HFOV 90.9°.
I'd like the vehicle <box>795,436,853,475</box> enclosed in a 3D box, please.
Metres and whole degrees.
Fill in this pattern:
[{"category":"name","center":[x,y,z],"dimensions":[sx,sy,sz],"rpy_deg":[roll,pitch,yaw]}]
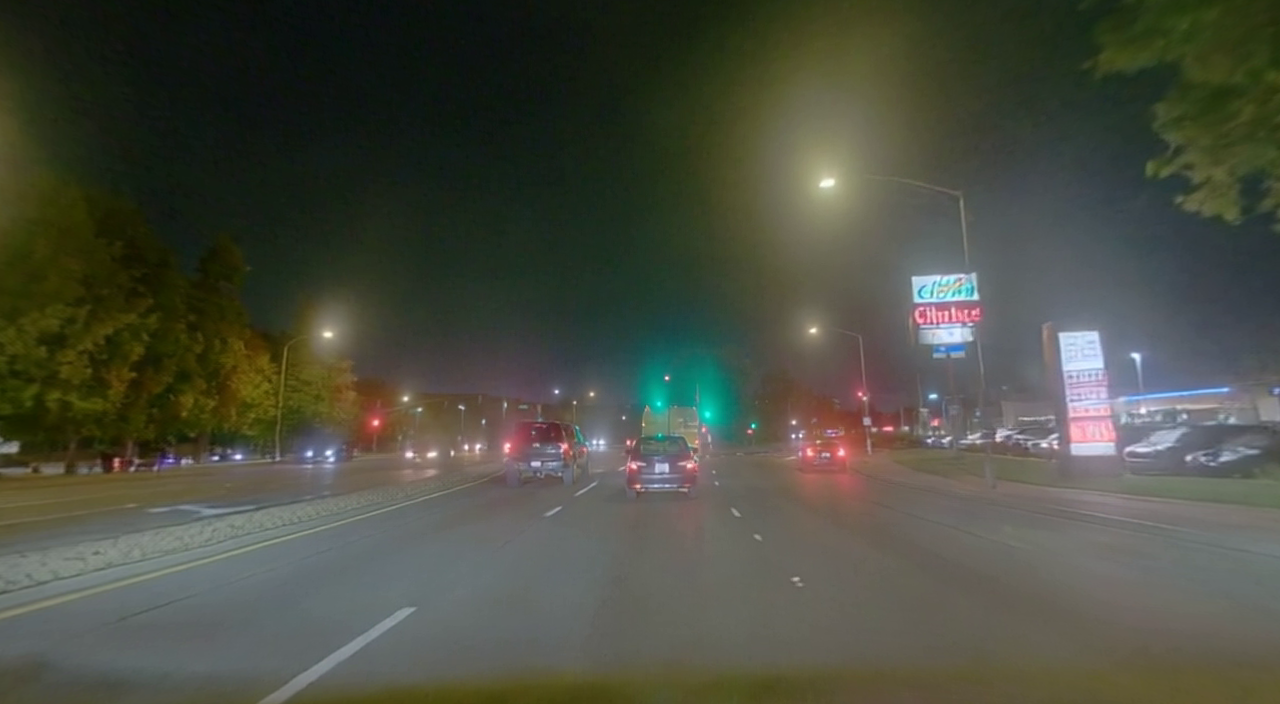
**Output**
[{"category":"vehicle","center":[7.863,4.440,27.308],"dimensions":[1.900,1.507,4.151],"rpy_deg":[-2,-8,10]}]

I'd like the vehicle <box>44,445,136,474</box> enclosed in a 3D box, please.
[{"category":"vehicle","center":[-31.997,6.247,36.801],"dimensions":[3.835,1.549,1.755],"rpy_deg":[6,-11,-37]}]

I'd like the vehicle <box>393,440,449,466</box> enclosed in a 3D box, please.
[{"category":"vehicle","center":[-12.800,5.912,37.111],"dimensions":[2.011,1.456,4.143],"rpy_deg":[0,-8,-3]}]

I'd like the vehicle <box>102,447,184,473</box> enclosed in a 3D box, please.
[{"category":"vehicle","center":[-32.009,6.954,40.749],"dimensions":[3.937,1.438,1.873],"rpy_deg":[3,-10,-33]}]

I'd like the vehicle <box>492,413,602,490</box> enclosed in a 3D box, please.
[{"category":"vehicle","center":[-2.538,2.931,18.762],"dimensions":[2.289,1.935,5.227],"rpy_deg":[0,-8,2]}]

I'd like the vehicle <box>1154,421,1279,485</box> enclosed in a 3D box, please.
[{"category":"vehicle","center":[16.086,2.537,15.993],"dimensions":[4.323,1.496,1.937],"rpy_deg":[0,-8,0]}]

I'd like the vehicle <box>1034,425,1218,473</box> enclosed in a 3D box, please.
[{"category":"vehicle","center":[15.630,3.134,20.440],"dimensions":[4.436,1.466,1.875],"rpy_deg":[0,-8,-2]}]

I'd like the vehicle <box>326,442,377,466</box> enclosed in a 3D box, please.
[{"category":"vehicle","center":[-21.544,7.640,47.302],"dimensions":[1.923,1.703,4.520],"rpy_deg":[0,-8,-3]}]

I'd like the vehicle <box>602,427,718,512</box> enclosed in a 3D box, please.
[{"category":"vehicle","center":[0.334,2.400,13.319],"dimensions":[2.061,1.494,4.079],"rpy_deg":[0,-8,-1]}]
